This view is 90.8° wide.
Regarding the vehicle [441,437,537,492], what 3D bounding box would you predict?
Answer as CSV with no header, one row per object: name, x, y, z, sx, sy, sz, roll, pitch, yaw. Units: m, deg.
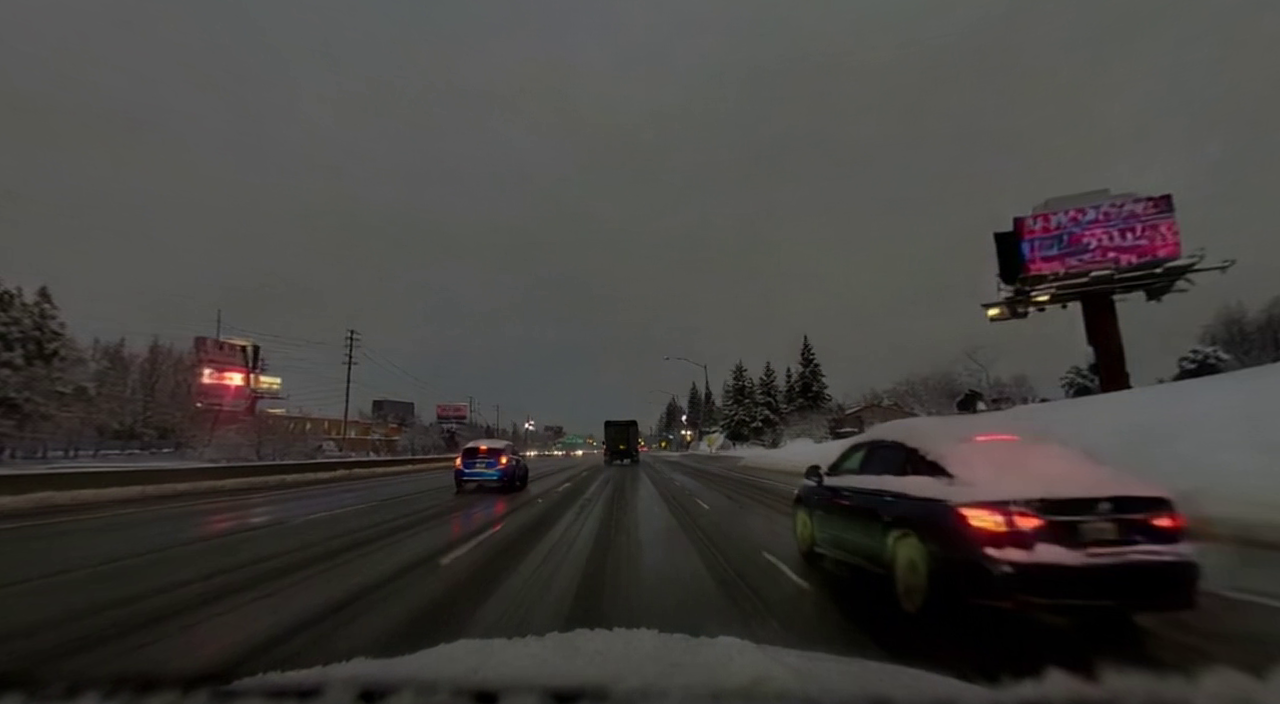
vehicle,-4.807,3.643,20.910,2.021,1.598,4.887,0,-8,-1

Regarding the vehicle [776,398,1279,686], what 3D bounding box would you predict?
vehicle,2.955,1.408,5.929,2.175,1.598,4.584,0,-8,-2

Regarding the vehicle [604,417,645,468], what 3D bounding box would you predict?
vehicle,-1.008,5.780,40.245,2.364,2.953,6.495,0,-8,-2
